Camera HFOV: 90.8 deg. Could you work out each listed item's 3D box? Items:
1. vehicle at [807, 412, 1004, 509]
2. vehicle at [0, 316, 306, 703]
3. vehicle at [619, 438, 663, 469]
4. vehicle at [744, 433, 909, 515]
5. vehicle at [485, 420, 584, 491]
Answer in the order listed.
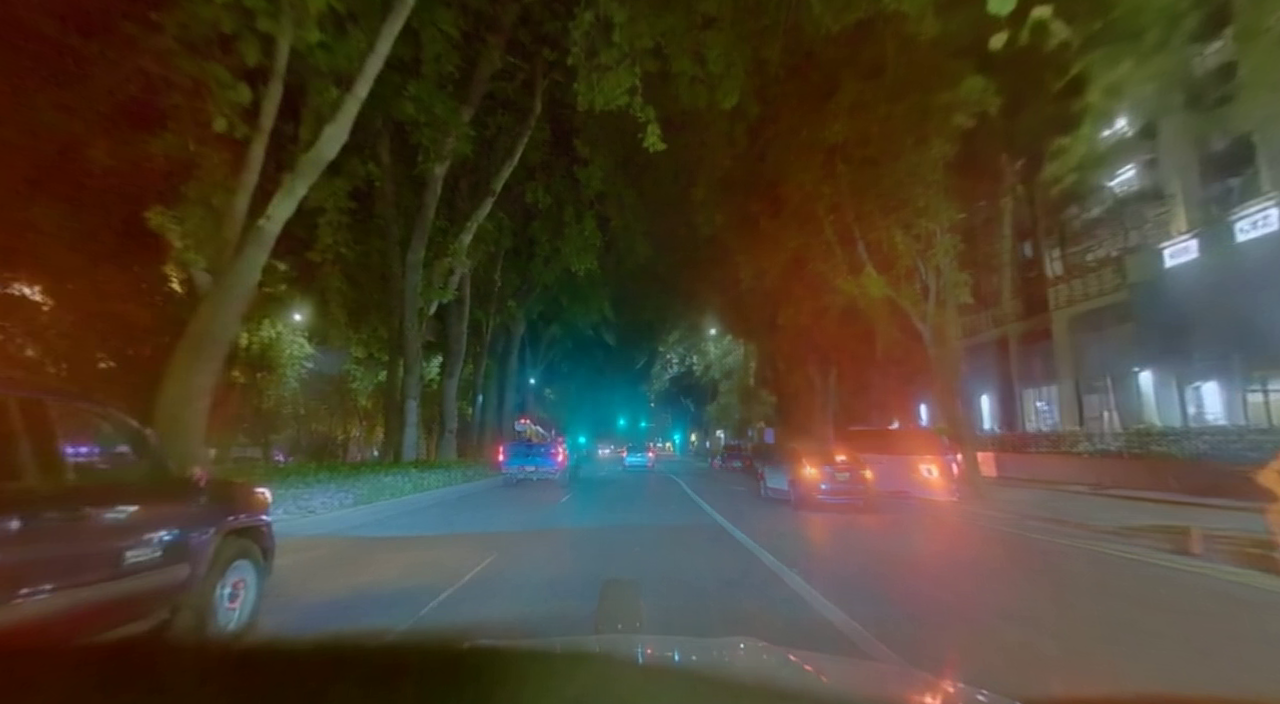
[{"bbox_3d":[6.653,2.828,16.898,2.921,2.166,5.422,0,-8,1],"label":"vehicle"},{"bbox_3d":[-3.623,0.750,2.354,2.327,1.775,4.430,0,-8,0],"label":"vehicle"},{"bbox_3d":[-0.022,6.114,38.111,2.413,1.748,4.406,0,-8,-2],"label":"vehicle"},{"bbox_3d":[4.100,2.757,14.831,2.082,1.601,4.451,1,-8,-6],"label":"vehicle"},{"bbox_3d":[-3.357,3.482,21.501,2.424,2.063,5.678,0,-8,-1],"label":"vehicle"}]
